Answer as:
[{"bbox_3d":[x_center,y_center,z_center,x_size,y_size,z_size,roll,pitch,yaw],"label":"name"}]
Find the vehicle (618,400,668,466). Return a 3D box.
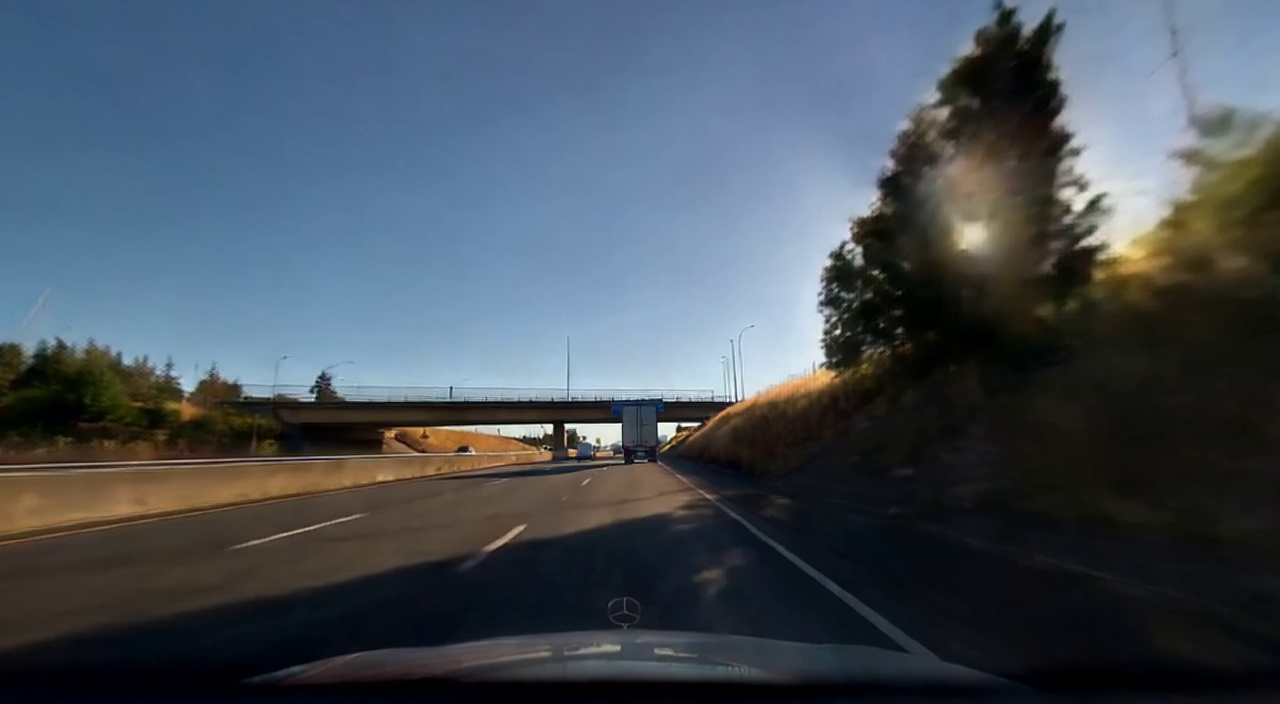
[{"bbox_3d":[0.105,5.874,44.445,3.033,3.985,12.383,0,-9,-1],"label":"vehicle"}]

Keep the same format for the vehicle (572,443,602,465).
[{"bbox_3d":[-4.040,7.846,48.632,2.005,1.595,4.253,0,-9,-1],"label":"vehicle"}]
